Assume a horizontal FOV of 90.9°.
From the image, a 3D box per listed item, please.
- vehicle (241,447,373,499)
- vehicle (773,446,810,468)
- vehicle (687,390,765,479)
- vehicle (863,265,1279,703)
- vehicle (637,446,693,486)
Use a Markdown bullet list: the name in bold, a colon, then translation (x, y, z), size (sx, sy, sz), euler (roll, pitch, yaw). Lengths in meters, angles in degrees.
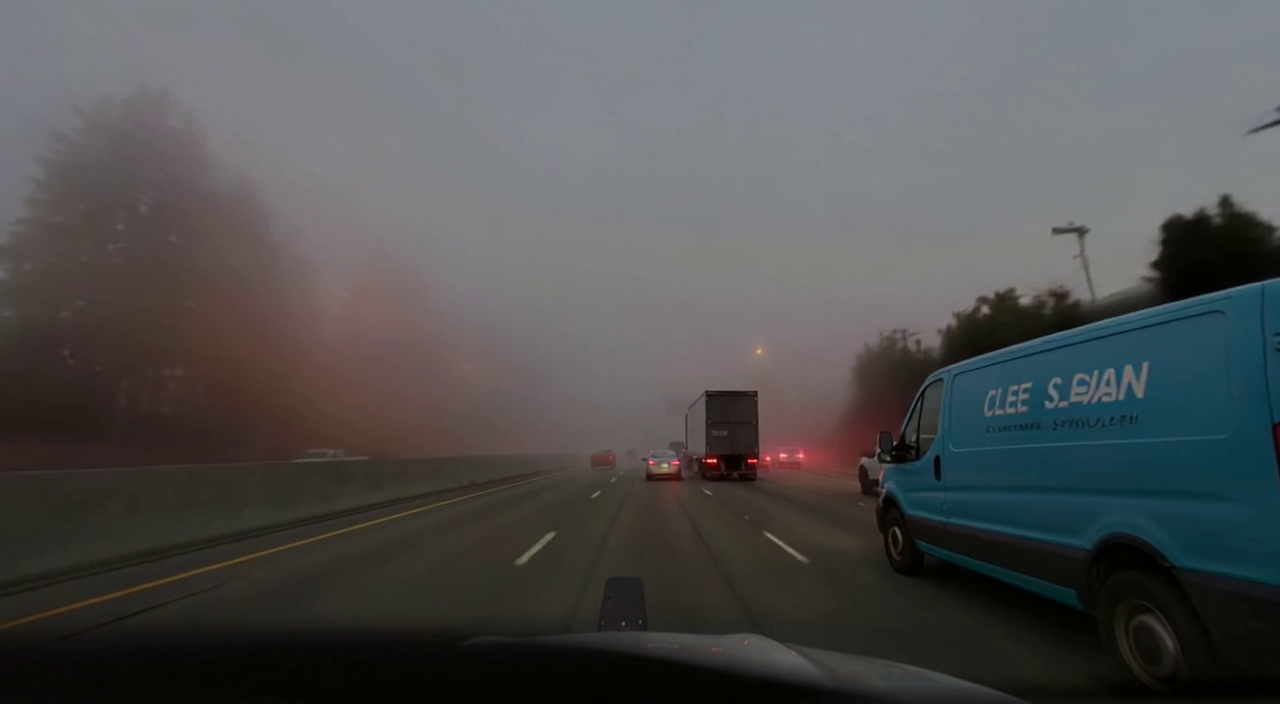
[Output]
- **vehicle**: translation (-12.001, 4.369, 23.215), size (2.115, 1.685, 4.831), euler (0, -9, 1)
- **vehicle**: translation (11.329, 7.850, 47.394), size (1.870, 1.525, 3.680), euler (0, -9, 0)
- **vehicle**: translation (4.469, 4.776, 35.598), size (2.821, 4.077, 12.562), euler (0, -9, 1)
- **vehicle**: translation (3.709, 0.924, 4.058), size (2.441, 2.017, 5.739), euler (0, -9, 0)
- **vehicle**: translation (0.936, 4.567, 25.645), size (2.063, 1.469, 4.208), euler (0, -9, 0)
